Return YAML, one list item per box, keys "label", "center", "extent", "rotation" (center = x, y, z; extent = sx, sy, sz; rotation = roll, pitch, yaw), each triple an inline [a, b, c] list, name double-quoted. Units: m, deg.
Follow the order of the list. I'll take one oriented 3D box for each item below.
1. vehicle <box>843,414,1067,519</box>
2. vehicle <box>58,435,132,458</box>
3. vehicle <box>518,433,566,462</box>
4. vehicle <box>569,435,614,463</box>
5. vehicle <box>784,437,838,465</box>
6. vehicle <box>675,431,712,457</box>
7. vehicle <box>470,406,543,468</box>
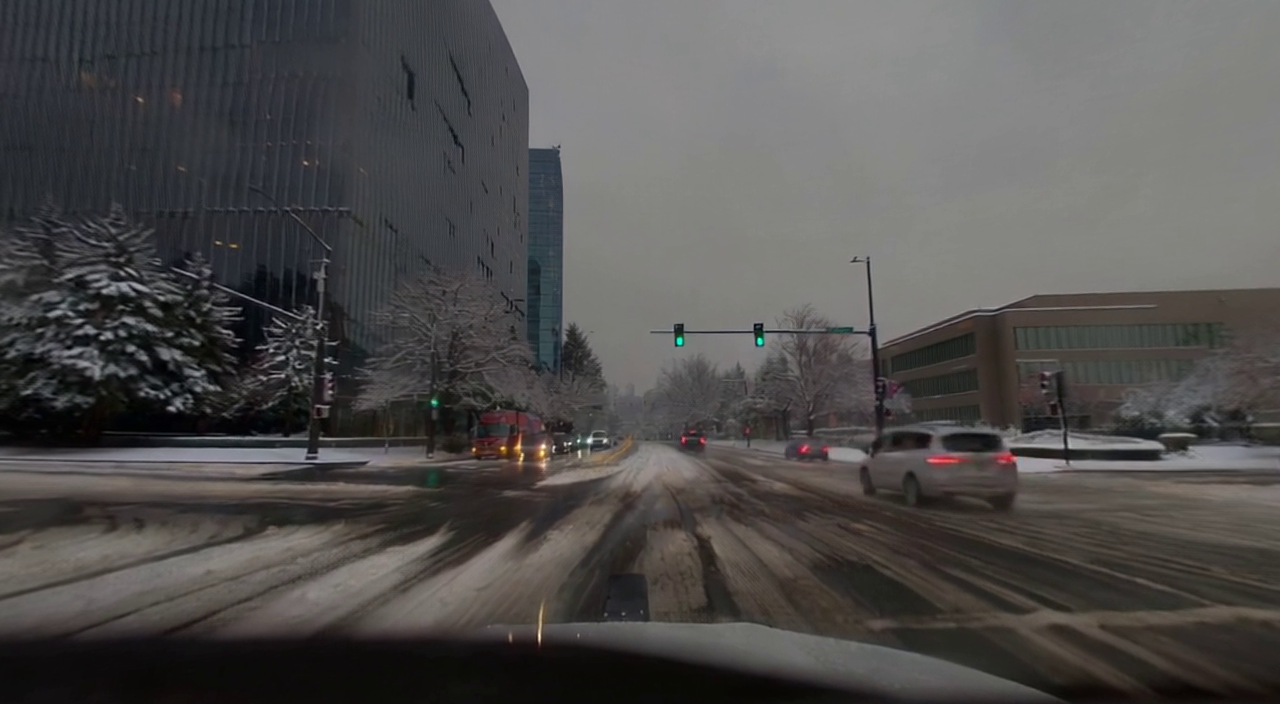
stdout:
- label: "vehicle"
  center: [6.030, 2.266, 12.926]
  extent: [2.098, 1.723, 4.881]
  rotation: [0, -8, 1]
- label: "vehicle"
  center: [-35.515, 6.170, 41.018]
  extent: [1.628, 1.448, 3.621]
  rotation: [1, -9, -2]
- label: "vehicle"
  center: [-6.054, 5.988, 39.374]
  extent: [2.182, 1.677, 4.384]
  rotation: [0, -8, 1]
- label: "vehicle"
  center: [-2.760, 5.686, 36.869]
  extent: [2.147, 1.481, 4.331]
  rotation: [0, -8, 2]
- label: "vehicle"
  center: [9.639, 5.612, 35.702]
  extent: [1.860, 1.460, 4.379]
  rotation: [0, -8, 0]
- label: "vehicle"
  center: [3.858, 6.702, 45.829]
  extent: [2.203, 1.801, 4.331]
  rotation: [0, -8, -1]
- label: "vehicle"
  center: [-9.195, 5.803, 44.311]
  extent: [3.191, 3.314, 7.914]
  rotation: [-6, -2, 0]
